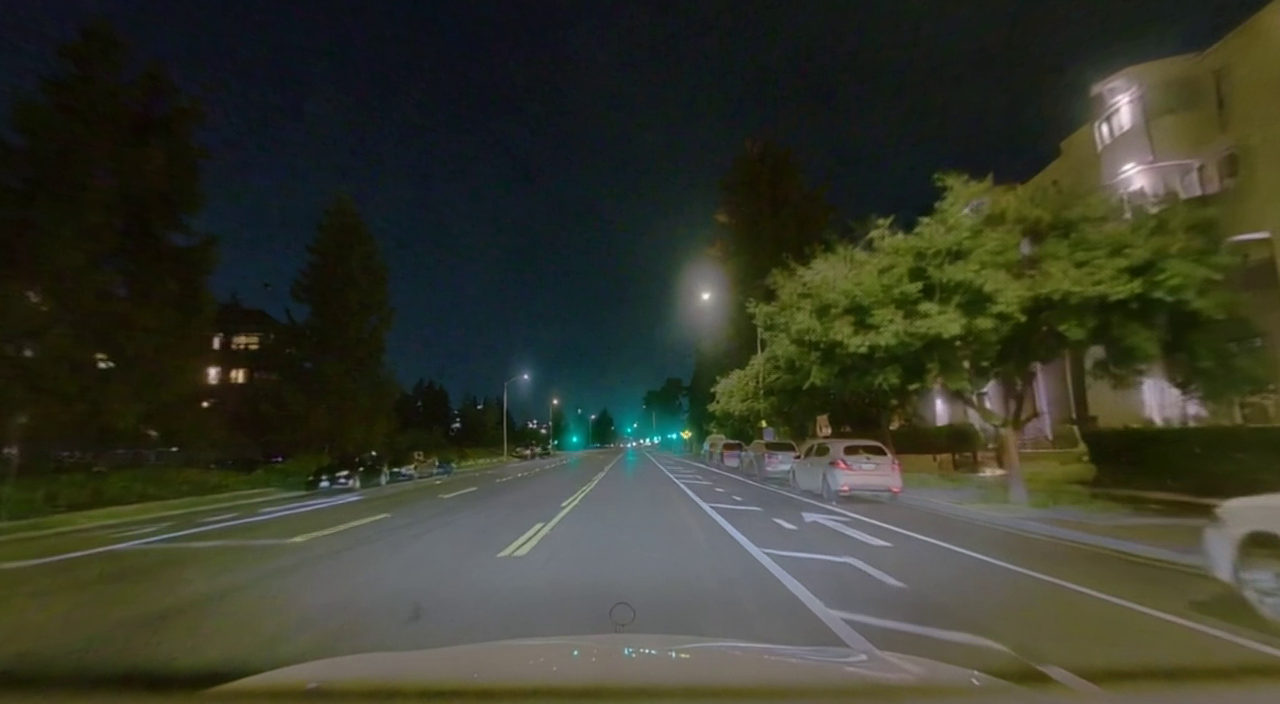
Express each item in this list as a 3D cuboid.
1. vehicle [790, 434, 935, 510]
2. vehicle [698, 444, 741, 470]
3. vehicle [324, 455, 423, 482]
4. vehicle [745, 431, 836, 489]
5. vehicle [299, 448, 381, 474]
[{"bbox_3d":[5.046,2.755,14.946,1.837,1.532,3.886,0,-8,-3],"label":"vehicle"},{"bbox_3d":[4.645,6.171,37.500,1.935,1.433,4.241,0,-8,-1],"label":"vehicle"},{"bbox_3d":[-15.443,6.771,36.877,4.826,1.491,2.086,0,-8,-3],"label":"vehicle"},{"bbox_3d":[4.930,3.606,21.348,2.028,1.731,4.241,0,-8,0],"label":"vehicle"},{"bbox_3d":[-22.954,8.314,48.382,5.368,1.867,2.307,5,-10,-29],"label":"vehicle"}]
